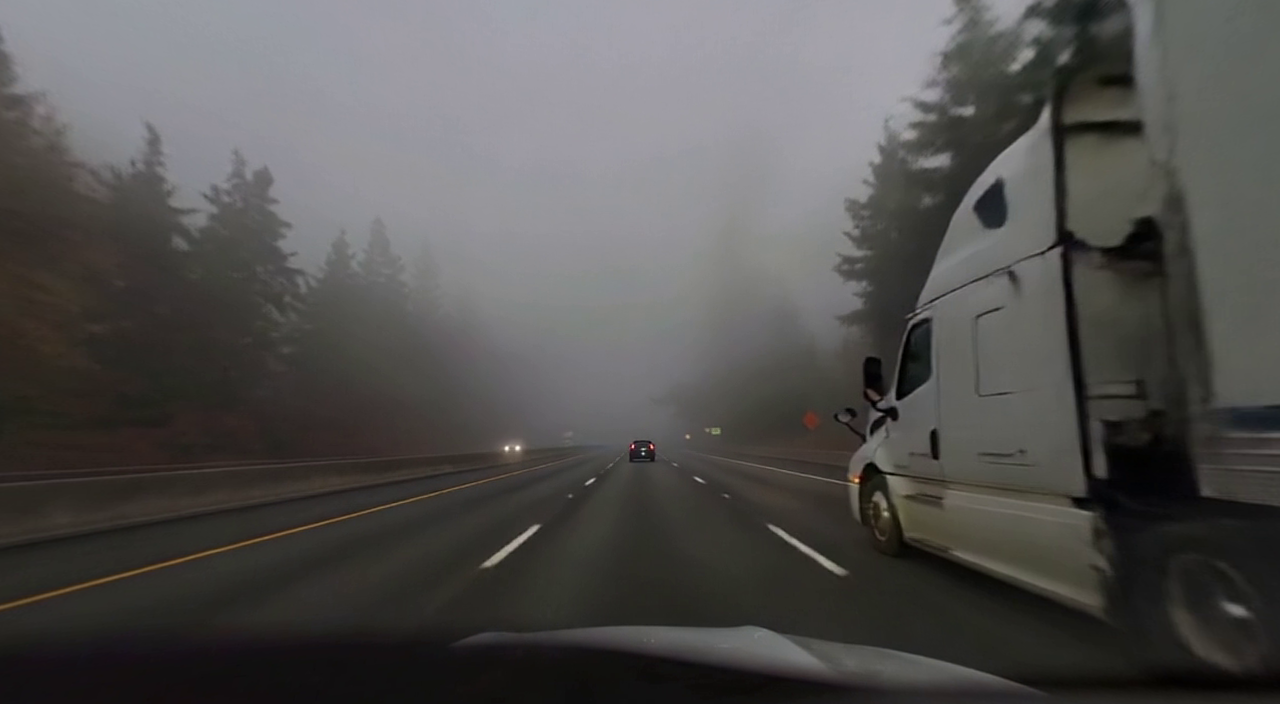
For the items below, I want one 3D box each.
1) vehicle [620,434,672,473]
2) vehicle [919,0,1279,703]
[{"bbox_3d":[0.323,4.522,28.197,2.139,1.607,4.034,0,-8,2],"label":"vehicle"},{"bbox_3d":[3.804,-0.458,1.629,3.090,4.102,6.417,0,-8,0],"label":"vehicle"}]
